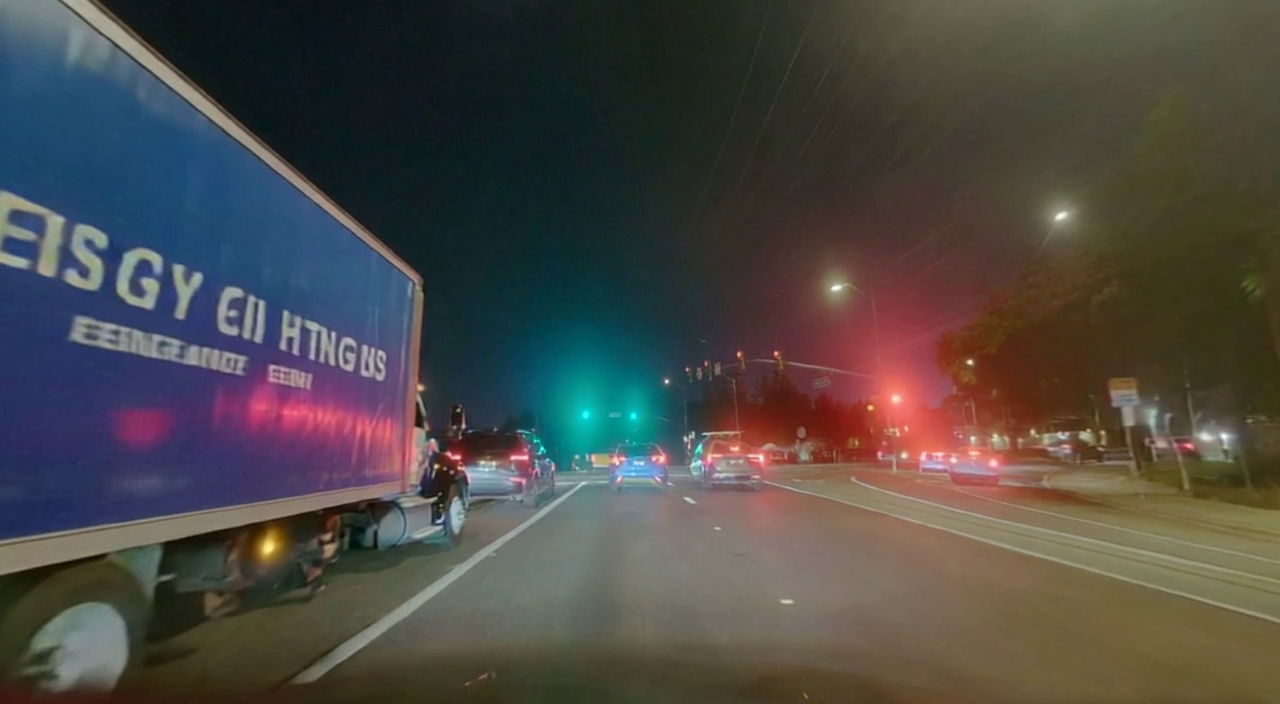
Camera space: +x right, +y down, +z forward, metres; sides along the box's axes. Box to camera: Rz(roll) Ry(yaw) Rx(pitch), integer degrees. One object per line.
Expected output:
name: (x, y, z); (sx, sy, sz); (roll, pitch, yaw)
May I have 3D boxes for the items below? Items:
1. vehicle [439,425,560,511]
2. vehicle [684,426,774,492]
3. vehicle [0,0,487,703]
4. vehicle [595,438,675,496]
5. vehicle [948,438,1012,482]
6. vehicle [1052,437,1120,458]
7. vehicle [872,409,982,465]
vehicle: (-3.298, 2.832, 15.845); (1.994, 1.806, 4.564); (0, -9, 0)
vehicle: (2.697, 3.404, 20.341); (2.086, 1.849, 4.607); (0, -9, -2)
vehicle: (-3.402, 0.293, 4.072); (2.889, 3.347, 8.285); (0, -9, -1)
vehicle: (-0.184, 3.374, 18.846); (2.117, 1.499, 4.036); (0, -9, -1)
vehicle: (14.429, 4.552, 26.940); (2.102, 1.662, 4.533); (-5, -10, 27)
vehicle: (35.021, 7.479, 49.545); (5.208, 1.624, 1.927); (4, -10, -25)
vehicle: (19.135, 5.674, 42.101); (6.670, 3.450, 2.666); (3, -10, -24)
